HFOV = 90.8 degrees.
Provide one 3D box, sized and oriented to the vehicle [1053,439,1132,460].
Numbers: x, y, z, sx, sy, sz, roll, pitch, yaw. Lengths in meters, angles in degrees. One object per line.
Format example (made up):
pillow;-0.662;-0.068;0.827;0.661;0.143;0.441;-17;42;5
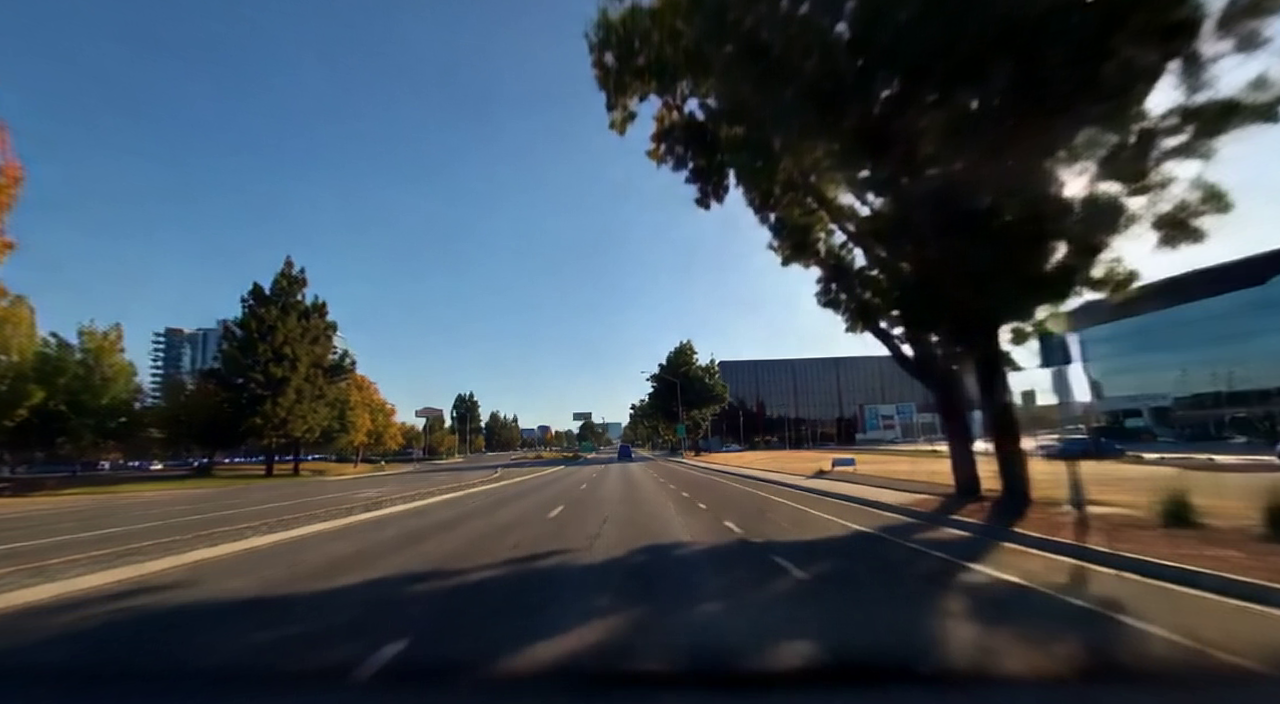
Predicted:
vehicle;32.688;7.023;45.677;4.210;1.450;1.885;0;-8;0
